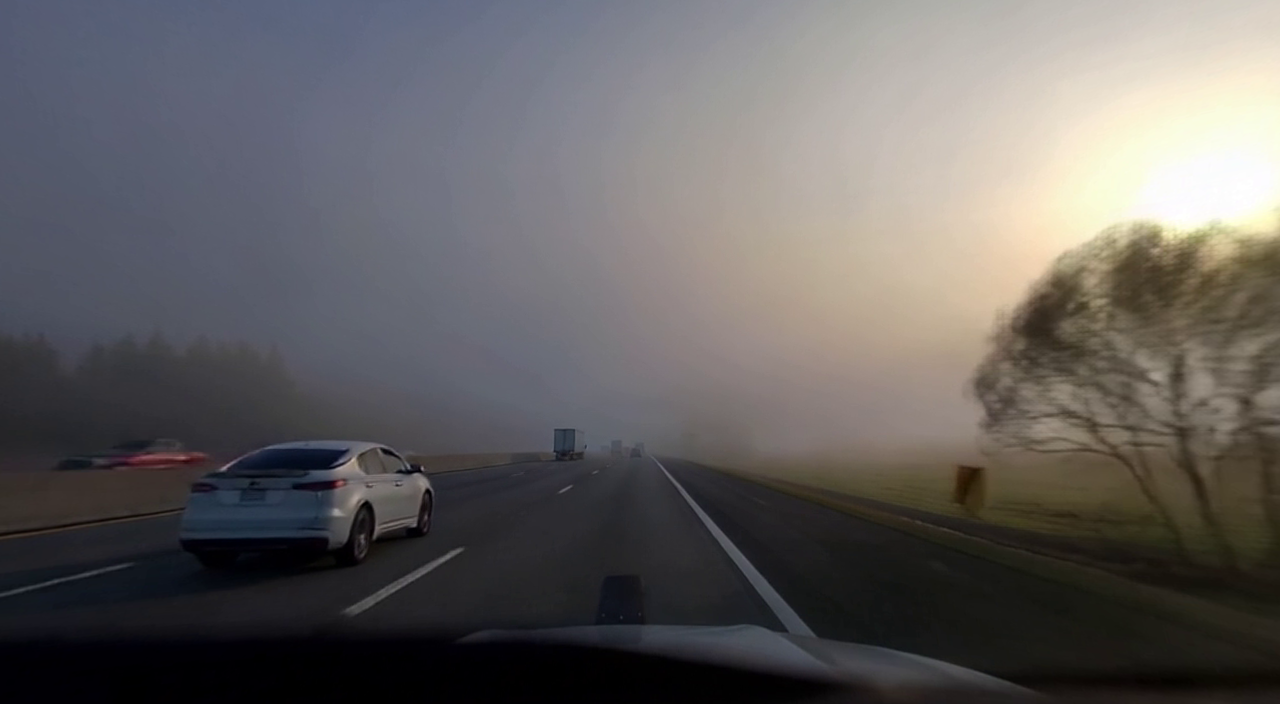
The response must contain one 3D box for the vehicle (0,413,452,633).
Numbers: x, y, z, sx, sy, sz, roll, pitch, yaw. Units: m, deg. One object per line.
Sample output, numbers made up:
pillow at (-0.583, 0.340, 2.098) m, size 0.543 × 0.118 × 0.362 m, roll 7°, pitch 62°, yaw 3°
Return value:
vehicle at (-3.870, 1.592, 6.982) m, size 2.028 × 1.553 × 4.820 m, roll 0°, pitch -9°, yaw 1°
